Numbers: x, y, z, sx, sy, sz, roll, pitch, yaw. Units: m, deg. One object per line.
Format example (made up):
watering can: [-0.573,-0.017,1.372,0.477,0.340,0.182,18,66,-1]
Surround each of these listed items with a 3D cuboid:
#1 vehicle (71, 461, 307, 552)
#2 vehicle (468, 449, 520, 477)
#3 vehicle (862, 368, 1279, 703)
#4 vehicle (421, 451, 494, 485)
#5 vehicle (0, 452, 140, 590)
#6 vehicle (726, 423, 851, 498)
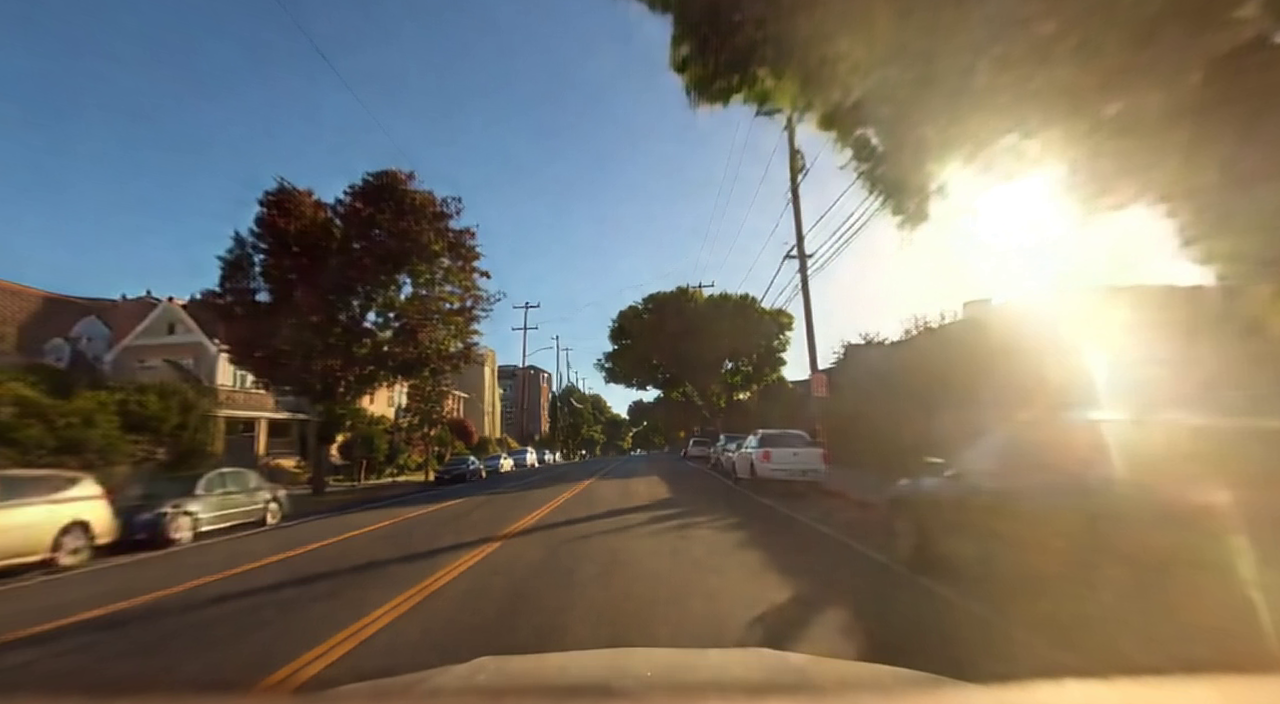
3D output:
vehicle: [-9.185,3.119,13.452,1.818,1.469,4.349,0,-8,0]
vehicle: [-8.705,6.639,38.057,1.948,1.508,4.656,-1,-8,2]
vehicle: [3.714,1.219,5.074,2.089,1.638,4.628,0,-8,-1]
vehicle: [-8.923,5.680,31.302,2.208,1.508,4.590,0,-8,0]
vehicle: [-9.365,2.223,8.207,2.061,1.748,4.316,-1,-8,2]
vehicle: [3.848,2.921,17.447,2.225,1.759,4.817,0,-8,-1]
